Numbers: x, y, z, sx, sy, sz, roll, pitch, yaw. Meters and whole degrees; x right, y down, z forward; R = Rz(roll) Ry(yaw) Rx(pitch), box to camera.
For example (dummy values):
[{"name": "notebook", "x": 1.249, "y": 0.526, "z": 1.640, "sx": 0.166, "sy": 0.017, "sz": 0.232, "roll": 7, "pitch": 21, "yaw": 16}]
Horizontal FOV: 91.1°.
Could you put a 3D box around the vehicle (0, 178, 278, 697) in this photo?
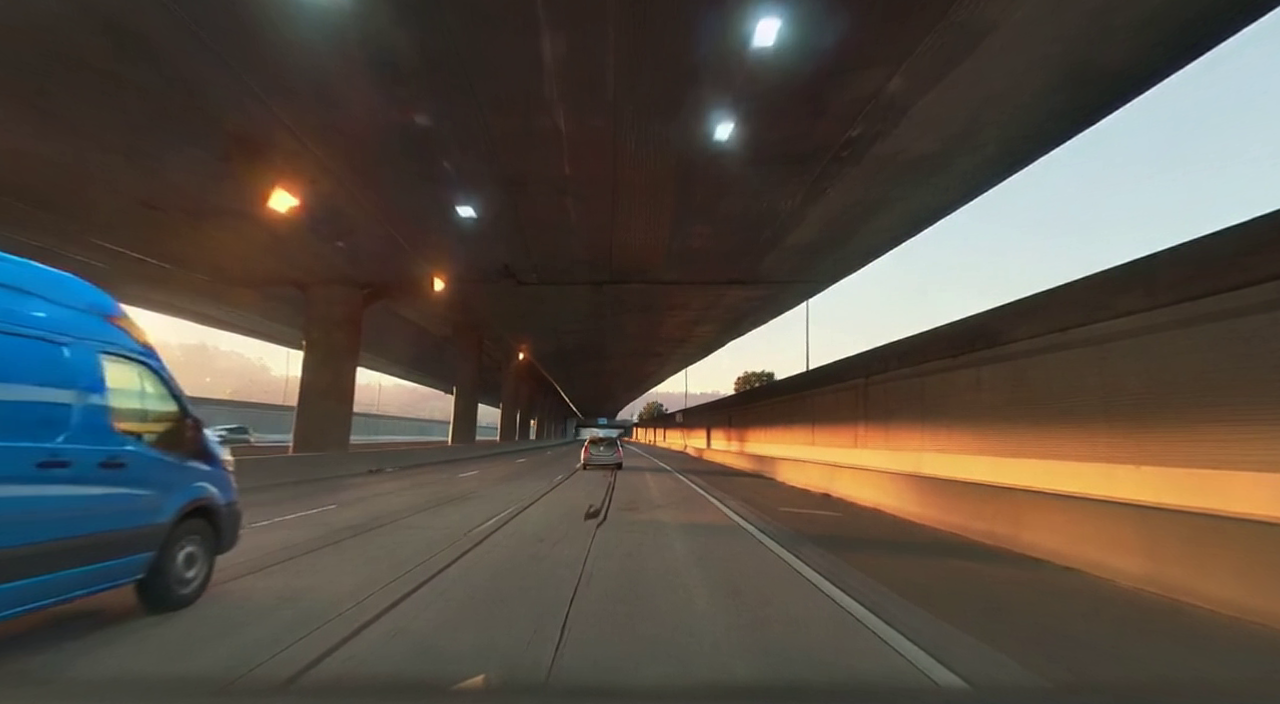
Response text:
[{"name": "vehicle", "x": -4.259, "y": 0.352, "z": 2.547, "sx": 2.404, "sy": 2.459, "sz": 5.229, "roll": 0, "pitch": -8, "yaw": 0}]

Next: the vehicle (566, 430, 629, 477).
[{"name": "vehicle", "x": -1.448, "y": 3.649, "z": 22.985, "sx": 2.095, "sy": 1.553, "sz": 4.069, "roll": 0, "pitch": -8, "yaw": -1}]
